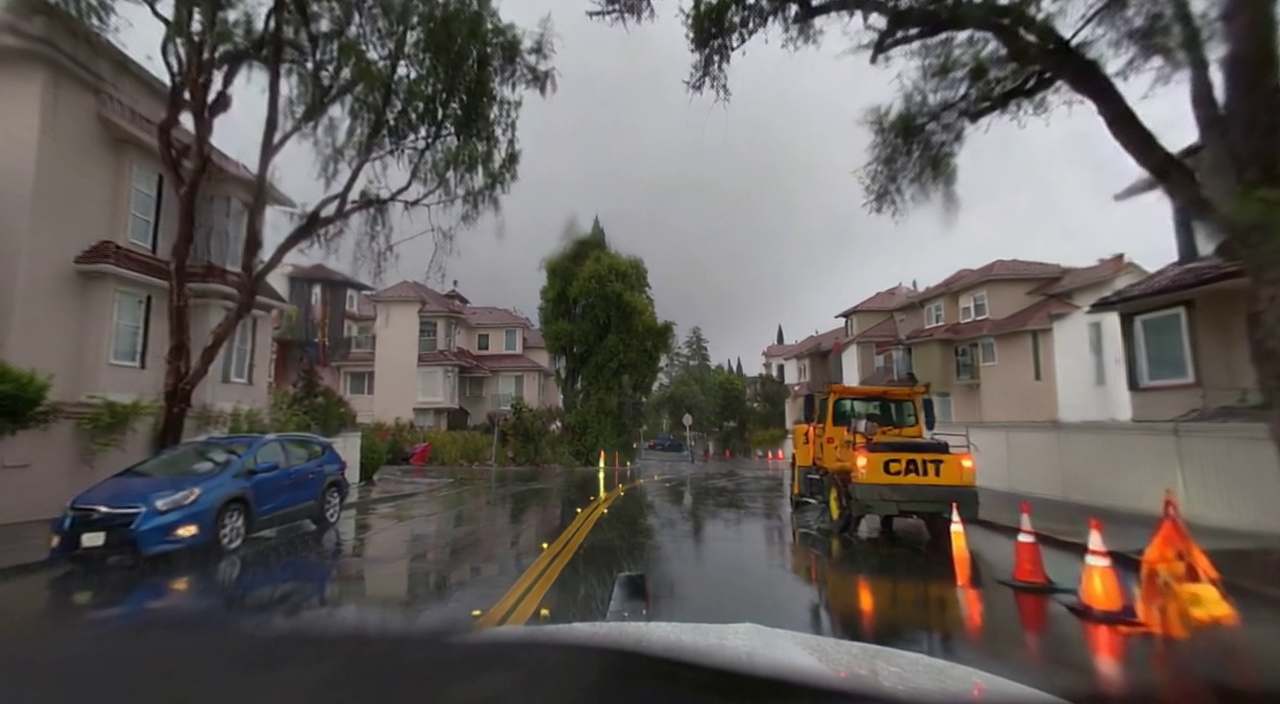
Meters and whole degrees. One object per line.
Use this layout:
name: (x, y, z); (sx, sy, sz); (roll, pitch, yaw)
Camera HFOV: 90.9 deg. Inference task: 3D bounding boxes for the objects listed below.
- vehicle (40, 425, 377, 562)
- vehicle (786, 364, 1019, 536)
vehicle: (-6.640, 2.168, 10.663); (2.220, 1.765, 4.799); (0, -8, 1)
vehicle: (4.433, 1.743, 11.453); (2.501, 2.613, 3.505); (1, -8, -3)
